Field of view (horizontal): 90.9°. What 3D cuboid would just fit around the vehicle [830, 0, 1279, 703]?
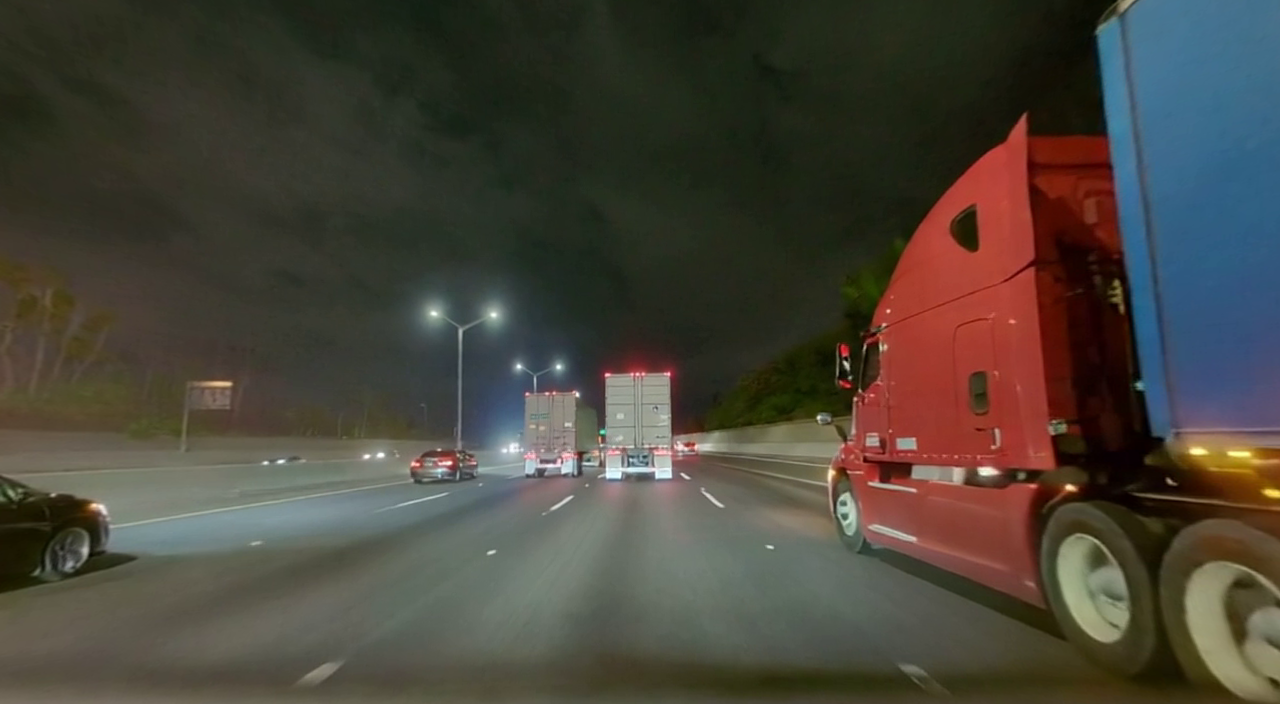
[{"bbox_3d":[4.090,0.069,4.807,3.066,3.991,6.942,0,-8,0],"label":"vehicle"}]

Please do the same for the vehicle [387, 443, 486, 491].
[{"bbox_3d":[-6.888,3.907,21.888,1.916,1.465,4.451,0,-8,1],"label":"vehicle"}]

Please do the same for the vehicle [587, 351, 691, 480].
[{"bbox_3d":[-0.022,3.347,28.091,3.097,3.856,18.209,-1,-9,0],"label":"vehicle"}]

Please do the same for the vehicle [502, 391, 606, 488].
[{"bbox_3d":[-3.201,3.741,26.811,2.786,3.228,11.082,0,-8,0],"label":"vehicle"}]
